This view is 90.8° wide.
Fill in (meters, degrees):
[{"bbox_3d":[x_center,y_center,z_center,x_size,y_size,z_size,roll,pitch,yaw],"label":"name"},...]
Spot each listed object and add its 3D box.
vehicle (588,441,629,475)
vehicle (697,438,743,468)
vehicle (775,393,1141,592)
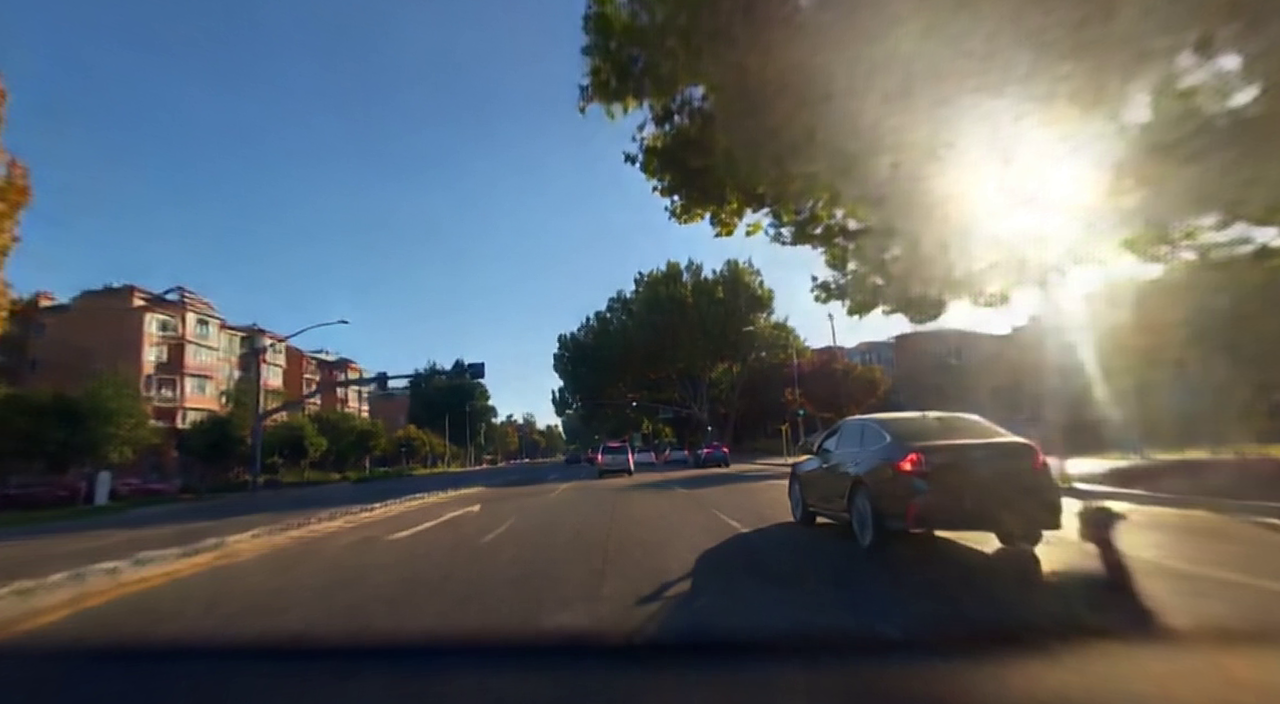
[{"bbox_3d":[-1.698,5.695,34.019,2.101,1.641,4.341,0,-9,-3],"label":"vehicle"},{"bbox_3d":[5.312,6.820,42.742,2.052,1.886,5.297,0,-9,-4],"label":"vehicle"},{"bbox_3d":[3.229,1.565,7.788,1.893,1.664,4.670,0,-9,-2],"label":"vehicle"}]
